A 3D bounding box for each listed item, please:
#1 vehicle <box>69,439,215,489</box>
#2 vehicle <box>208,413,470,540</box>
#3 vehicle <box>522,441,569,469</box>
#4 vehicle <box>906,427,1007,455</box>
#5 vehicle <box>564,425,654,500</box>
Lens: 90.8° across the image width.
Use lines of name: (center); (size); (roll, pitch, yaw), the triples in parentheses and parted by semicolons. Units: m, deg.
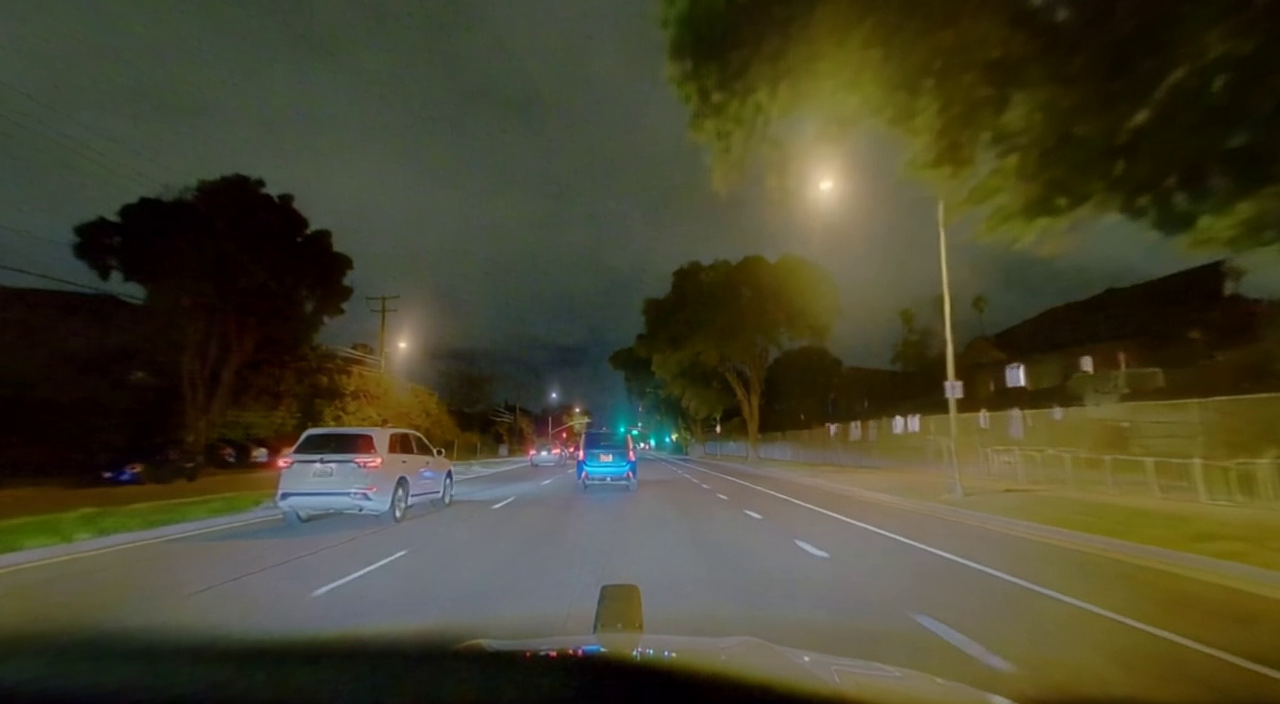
vehicle: (-19.310, 4.318, 24.829); (1.971, 1.759, 4.631); (0, -8, -1)
vehicle: (-4.761, 2.035, 11.037); (2.243, 1.722, 4.621); (0, -8, 0)
vehicle: (-5.376, 5.903, 36.564); (2.014, 1.493, 4.658); (0, -8, 0)
vehicle: (17.259, 4.878, 34.615); (4.500, 1.442, 1.930); (0, -8, 3)
vehicle: (-0.770, 2.941, 17.191); (2.131, 1.761, 4.242); (0, -8, -1)
